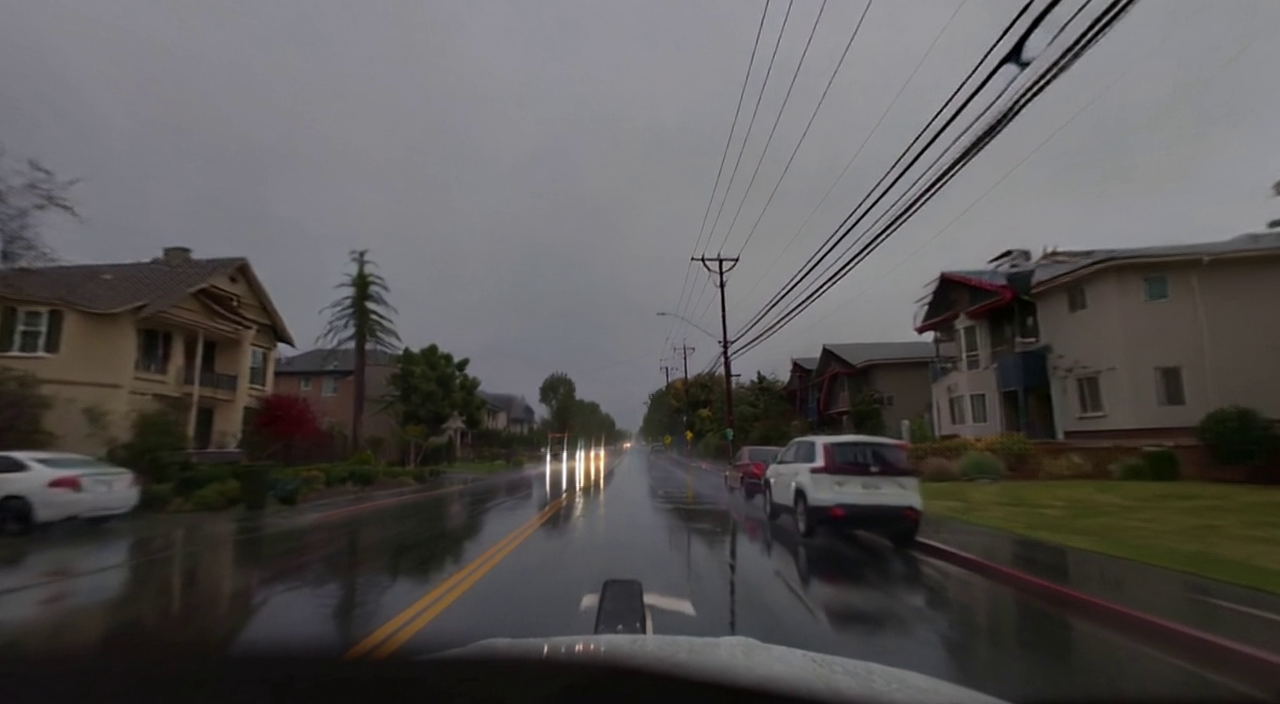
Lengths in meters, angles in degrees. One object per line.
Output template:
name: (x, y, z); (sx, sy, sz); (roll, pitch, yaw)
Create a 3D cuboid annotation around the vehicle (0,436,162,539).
vehicle: (-11.747, 2.391, 11.460); (4.480, 1.665, 1.930); (0, -9, -1)

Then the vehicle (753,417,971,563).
vehicle: (3.107, 2.001, 9.851); (1.945, 1.792, 3.903); (0, -9, 0)

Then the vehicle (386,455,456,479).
vehicle: (-15.254, 8.003, 44.127); (4.204, 1.626, 1.874); (1, -9, -5)
